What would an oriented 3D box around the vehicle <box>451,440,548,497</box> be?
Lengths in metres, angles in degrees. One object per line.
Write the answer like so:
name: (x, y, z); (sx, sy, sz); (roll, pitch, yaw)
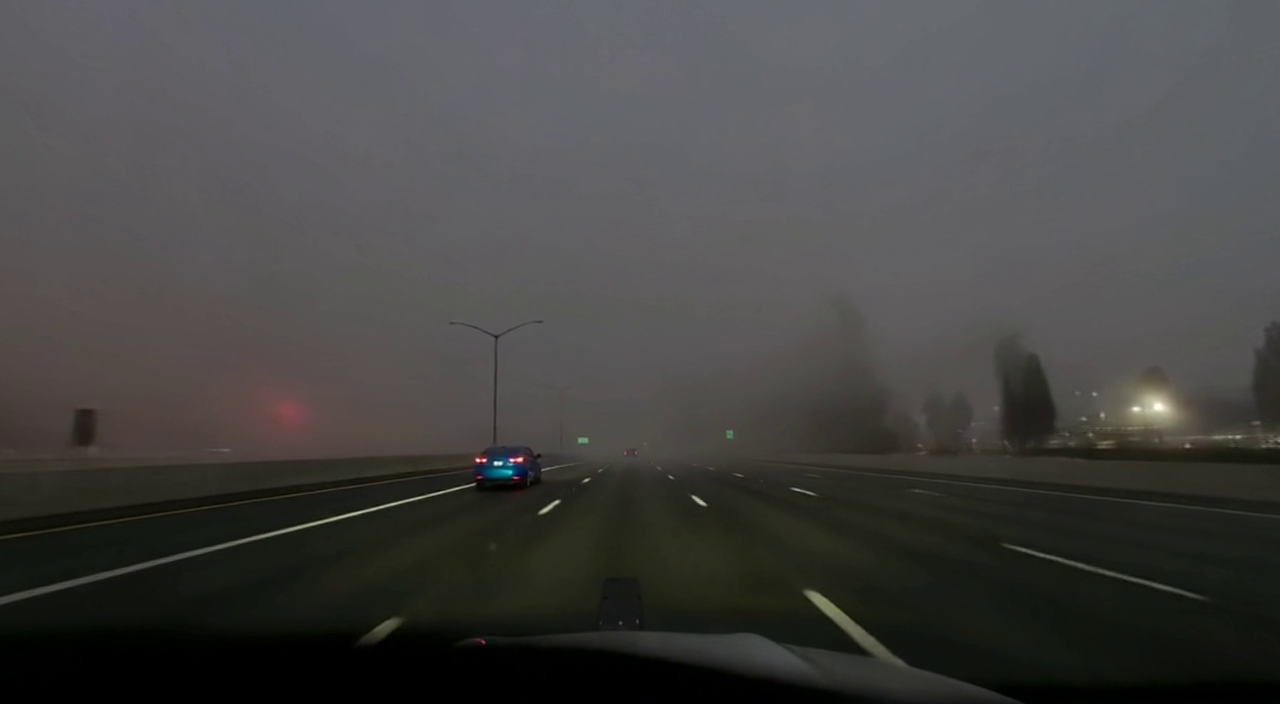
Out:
vehicle: (-4.026, 3.411, 18.940); (1.900, 1.492, 4.495); (0, -9, 0)
